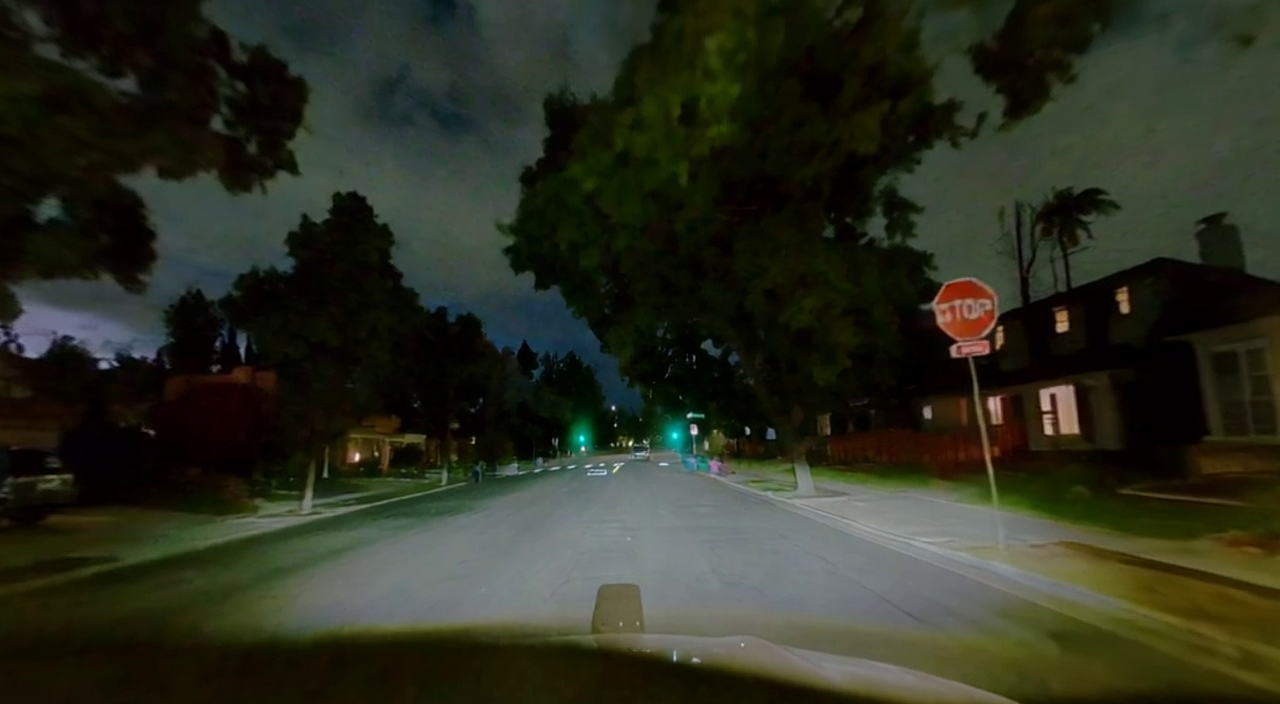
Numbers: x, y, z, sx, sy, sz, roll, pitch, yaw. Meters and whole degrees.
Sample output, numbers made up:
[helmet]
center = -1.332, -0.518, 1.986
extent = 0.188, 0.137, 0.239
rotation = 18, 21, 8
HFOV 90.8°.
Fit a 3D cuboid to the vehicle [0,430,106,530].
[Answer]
[vehicle]
center = -14.358, 2.565, 12.934
extent = 4.809, 1.865, 2.093
rotation = 0, -9, -2
